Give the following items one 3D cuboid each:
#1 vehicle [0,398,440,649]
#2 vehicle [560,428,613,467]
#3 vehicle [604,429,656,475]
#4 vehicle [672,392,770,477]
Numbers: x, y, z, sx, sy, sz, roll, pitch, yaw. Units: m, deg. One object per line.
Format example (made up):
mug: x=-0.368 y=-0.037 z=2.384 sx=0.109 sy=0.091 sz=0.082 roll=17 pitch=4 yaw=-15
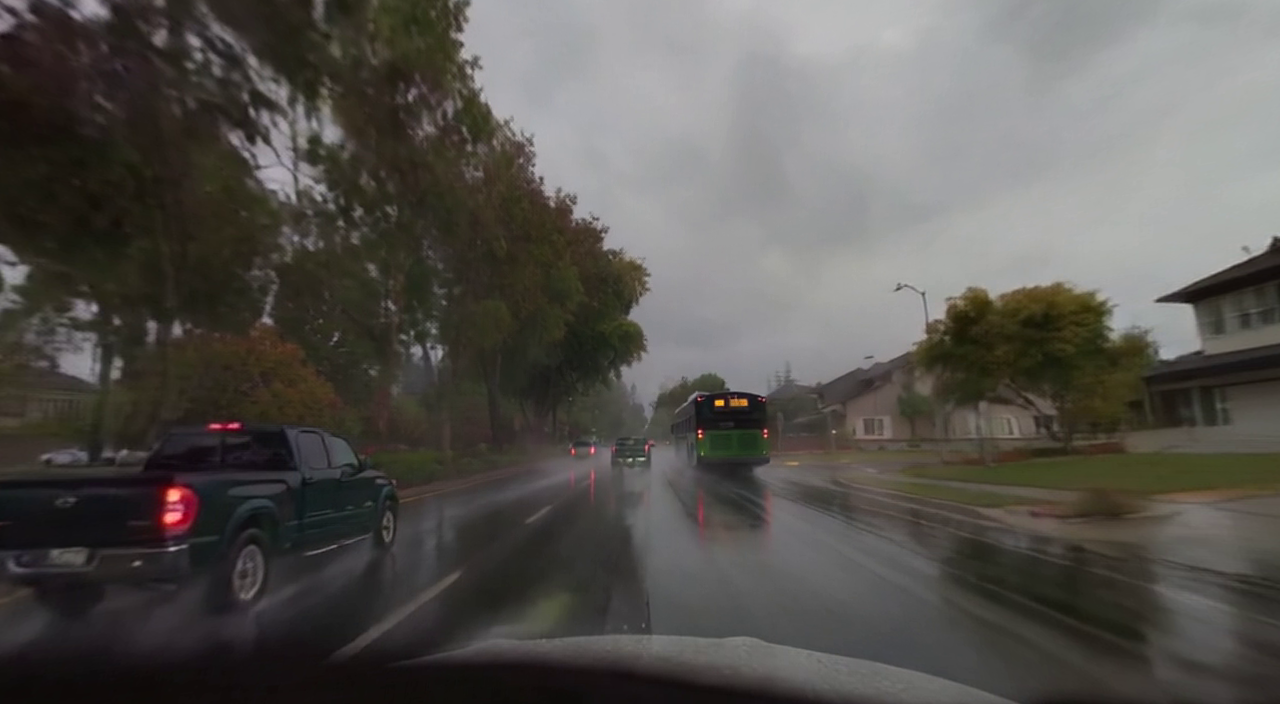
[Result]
vehicle: x=-3.835 y=1.394 z=6.260 sx=2.109 sy=1.543 sz=4.535 roll=0 pitch=-8 yaw=1
vehicle: x=-2.939 y=5.468 z=36.203 sx=2.513 sy=2.066 sz=5.820 roll=0 pitch=-8 yaw=0
vehicle: x=-0.352 y=4.436 z=28.132 sx=2.074 sy=1.849 sz=5.137 roll=0 pitch=-8 yaw=1
vehicle: x=3.442 y=4.090 z=30.718 sx=3.059 sy=3.264 sz=12.623 roll=0 pitch=-8 yaw=0
